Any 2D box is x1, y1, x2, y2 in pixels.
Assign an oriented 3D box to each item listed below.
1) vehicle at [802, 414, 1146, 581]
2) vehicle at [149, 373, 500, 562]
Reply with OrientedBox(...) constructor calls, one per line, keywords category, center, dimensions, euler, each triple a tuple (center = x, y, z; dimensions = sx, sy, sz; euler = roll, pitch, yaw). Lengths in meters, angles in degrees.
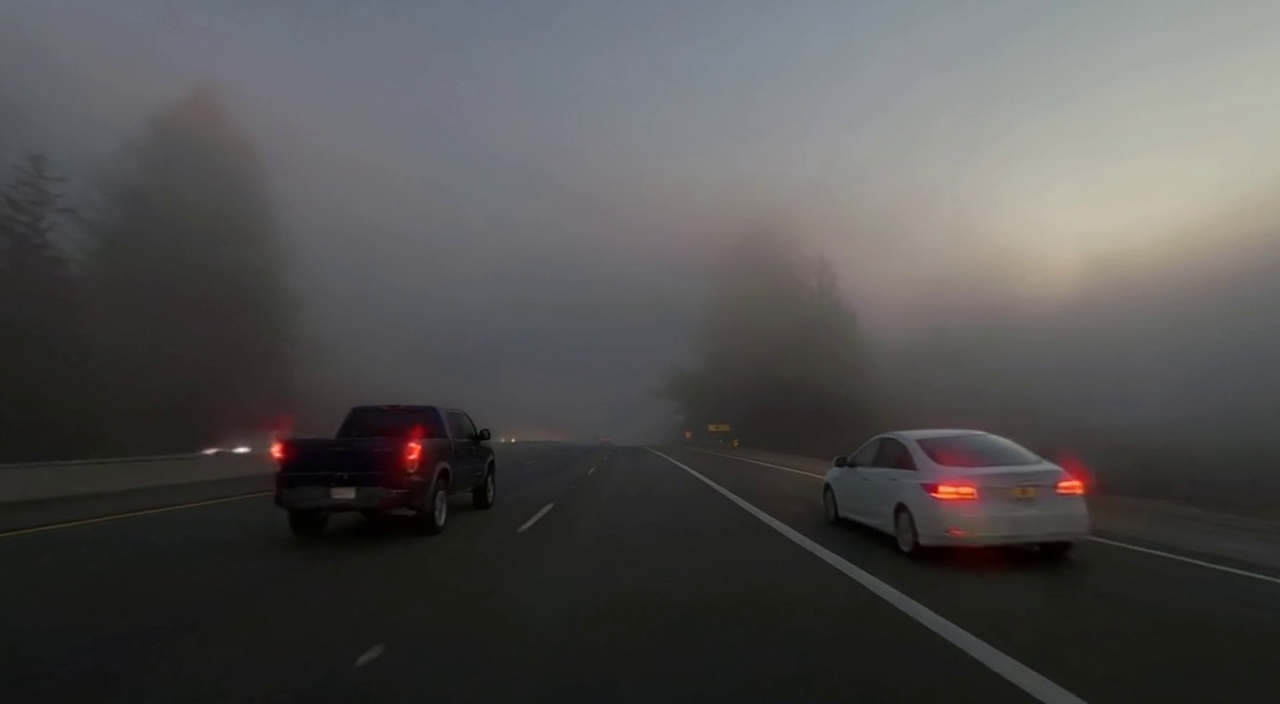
OrientedBox(category="vehicle", center=(3.553, 1.593, 7.851), dimensions=(1.817, 1.465, 4.415), euler=(0, -8, -1))
OrientedBox(category="vehicle", center=(-3.609, 1.463, 8.818), dimensions=(2.106, 1.779, 5.610), euler=(0, -8, -1))
